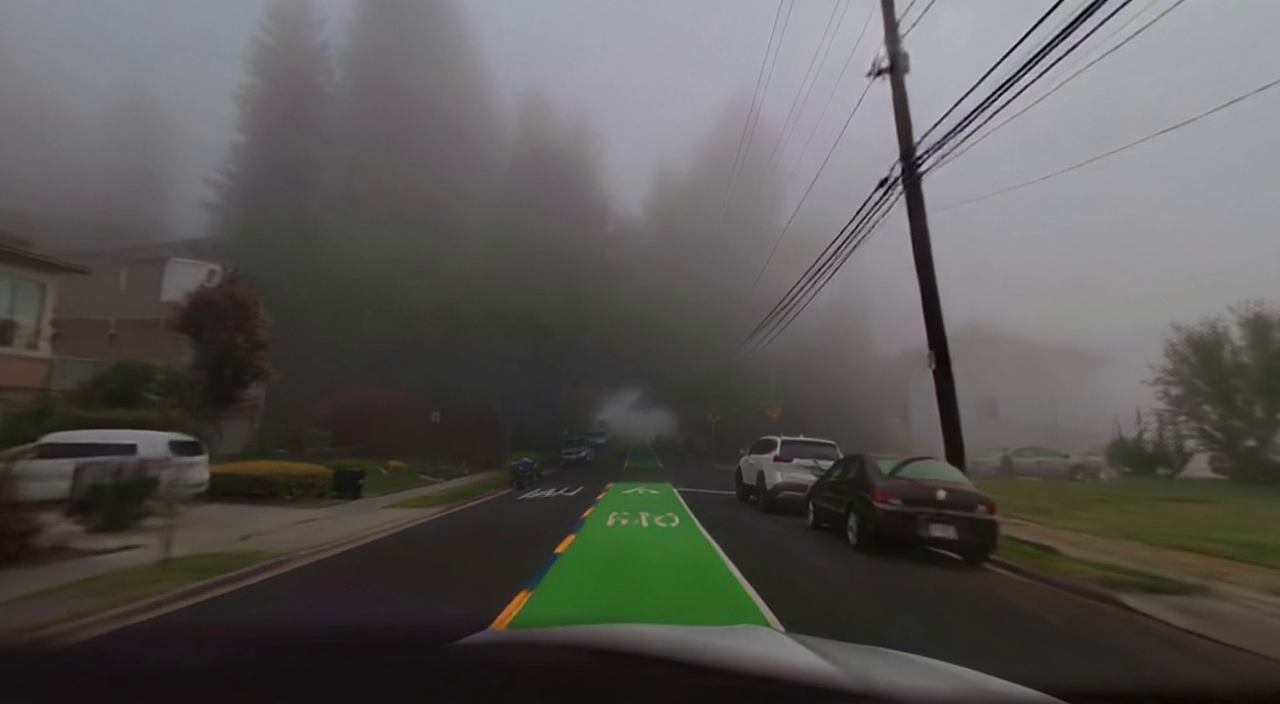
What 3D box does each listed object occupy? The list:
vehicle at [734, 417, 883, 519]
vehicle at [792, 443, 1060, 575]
[{"bbox_3d":[3.686,2.749,14.833,2.054,1.879,4.717,3,-11,-2],"label":"vehicle"},{"bbox_3d":[3.834,2.145,9.468,1.981,1.512,4.144,0,-9,-1],"label":"vehicle"}]
